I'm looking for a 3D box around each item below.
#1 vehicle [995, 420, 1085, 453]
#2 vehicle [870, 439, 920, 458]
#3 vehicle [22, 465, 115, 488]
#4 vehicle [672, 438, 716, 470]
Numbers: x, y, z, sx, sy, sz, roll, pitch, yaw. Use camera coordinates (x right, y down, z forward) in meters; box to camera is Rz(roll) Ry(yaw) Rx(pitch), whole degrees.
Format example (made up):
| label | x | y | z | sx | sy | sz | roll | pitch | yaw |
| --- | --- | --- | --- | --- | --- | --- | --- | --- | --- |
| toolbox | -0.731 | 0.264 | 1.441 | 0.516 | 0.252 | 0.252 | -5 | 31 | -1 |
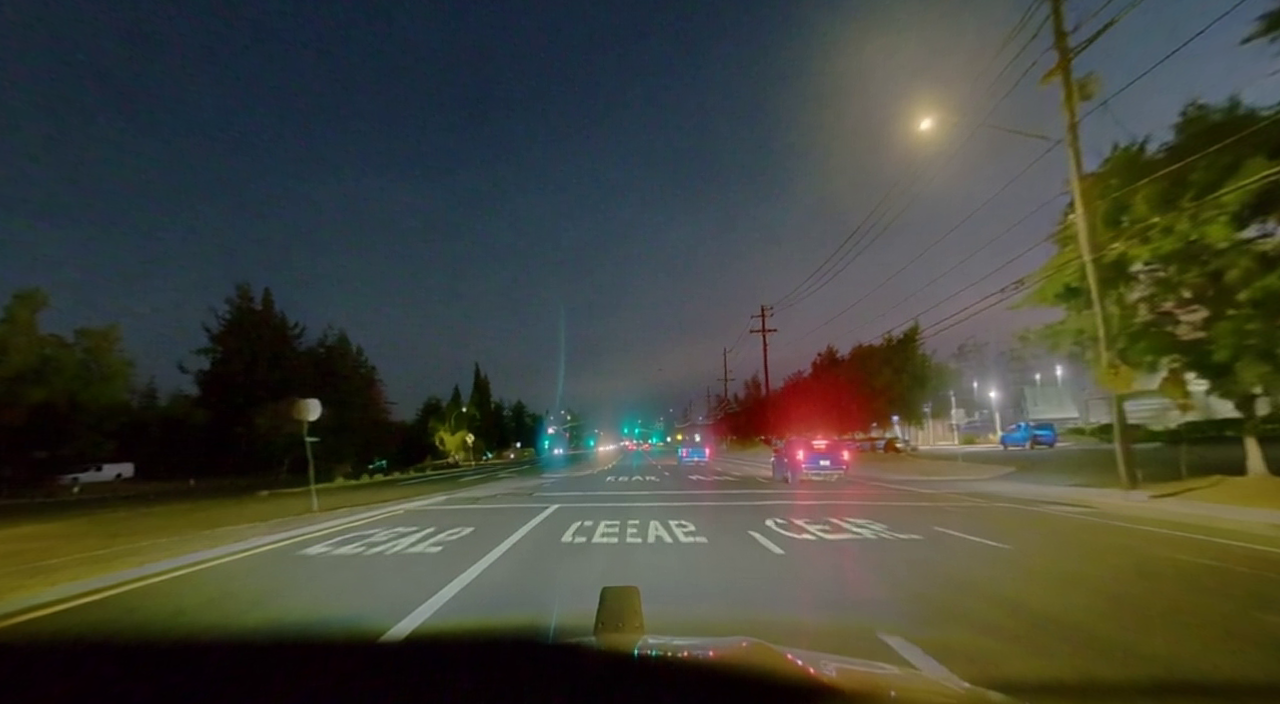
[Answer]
| label | x | y | z | sx | sy | sz | roll | pitch | yaw |
| --- | --- | --- | --- | --- | --- | --- | --- | --- | --- |
| vehicle | 29.584 | 6.351 | 47.066 | 2.406 | 2.215 | 6.315 | -2 | -8 | -1 |
| vehicle | 19.995 | 7.597 | 49.772 | 1.980 | 1.423 | 4.793 | 0 | -8 | 0 |
| vehicle | -40.508 | 8.806 | 44.858 | 4.585 | 1.482 | 1.937 | 0 | -8 | -2 |
| vehicle | 3.120 | 6.056 | 37.742 | 2.086 | 1.803 | 4.607 | 0 | -8 | -2 |
